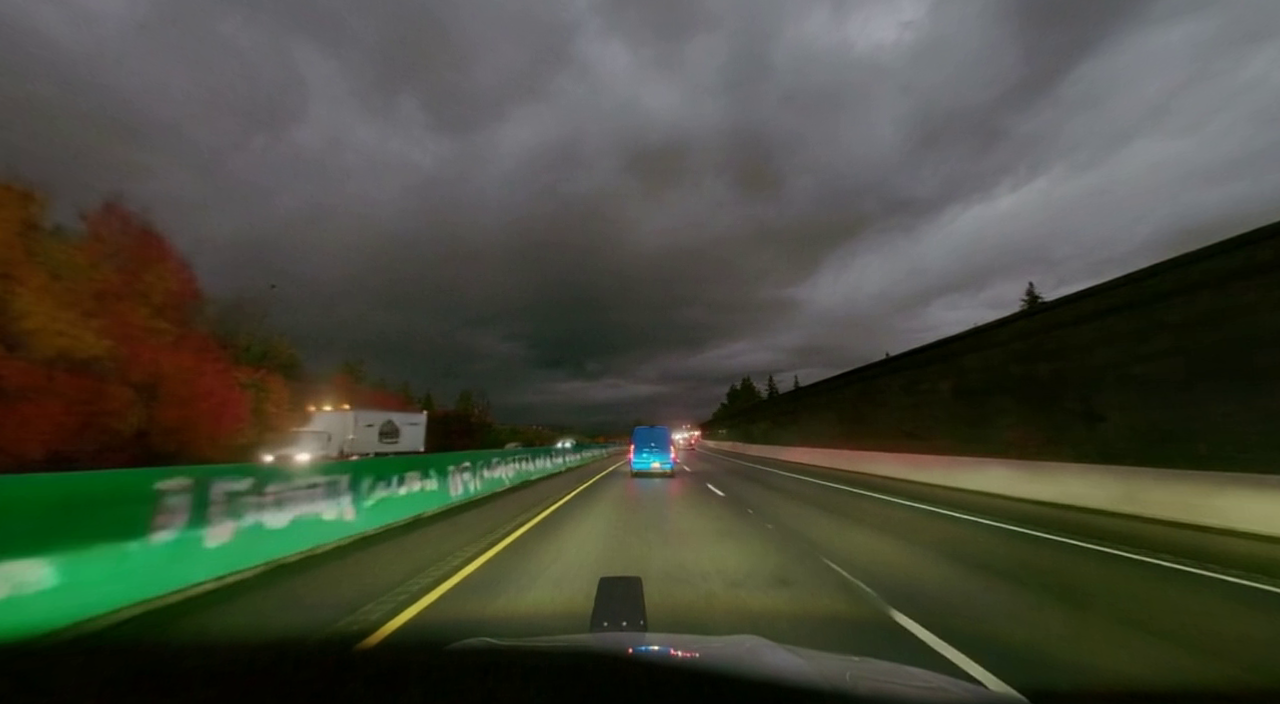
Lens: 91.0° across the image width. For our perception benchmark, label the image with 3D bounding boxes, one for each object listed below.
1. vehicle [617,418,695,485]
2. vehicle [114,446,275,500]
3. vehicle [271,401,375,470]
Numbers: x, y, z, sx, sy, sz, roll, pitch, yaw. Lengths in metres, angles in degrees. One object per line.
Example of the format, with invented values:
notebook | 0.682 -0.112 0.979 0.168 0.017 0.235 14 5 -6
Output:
vehicle | 0.478 3.241 20.710 2.283 1.956 4.421 0 -8 0
vehicle | -14.794 4.001 21.322 1.960 1.565 4.781 0 -8 0
vehicle | -20.430 5.507 41.093 2.976 4.117 6.443 0 -8 3
